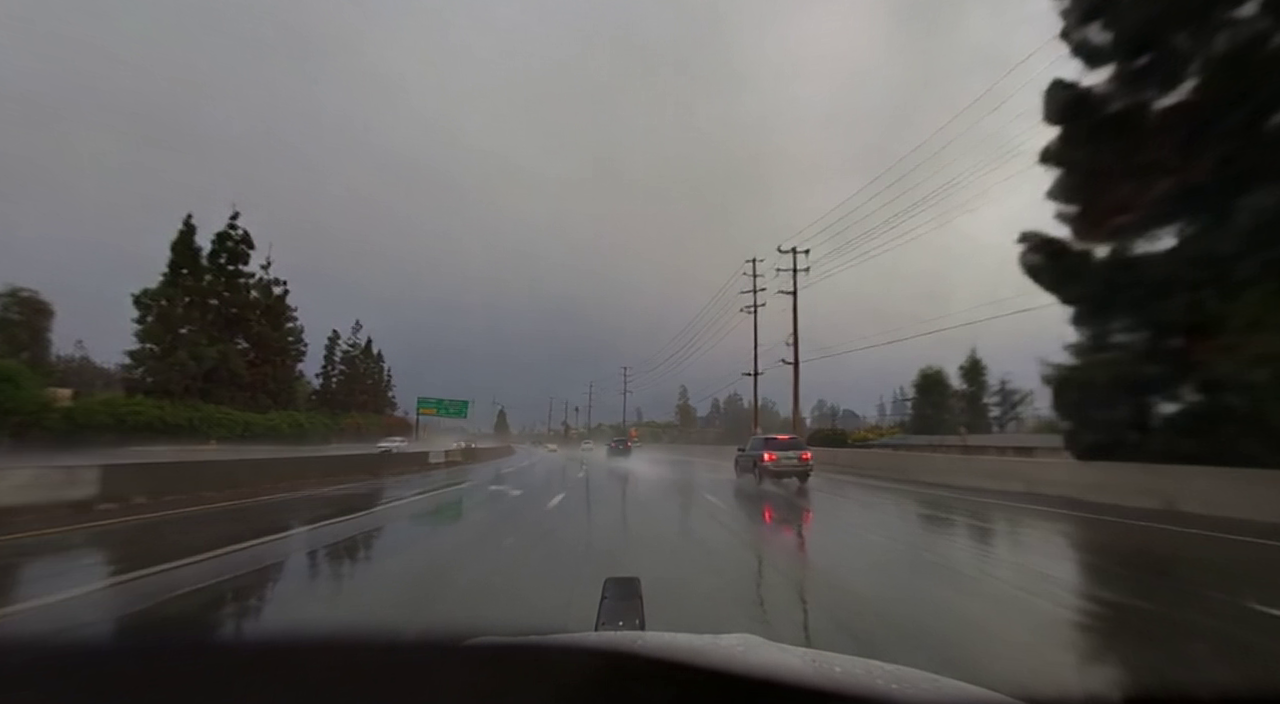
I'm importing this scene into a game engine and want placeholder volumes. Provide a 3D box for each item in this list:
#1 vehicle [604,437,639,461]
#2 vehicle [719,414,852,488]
[{"bbox_3d":[-1.443,7.406,48.233,2.188,1.714,3.921,1,-8,-9],"label":"vehicle"},{"bbox_3d":[4.404,3.168,20.515,2.504,2.033,5.979,0,-8,-4],"label":"vehicle"}]
